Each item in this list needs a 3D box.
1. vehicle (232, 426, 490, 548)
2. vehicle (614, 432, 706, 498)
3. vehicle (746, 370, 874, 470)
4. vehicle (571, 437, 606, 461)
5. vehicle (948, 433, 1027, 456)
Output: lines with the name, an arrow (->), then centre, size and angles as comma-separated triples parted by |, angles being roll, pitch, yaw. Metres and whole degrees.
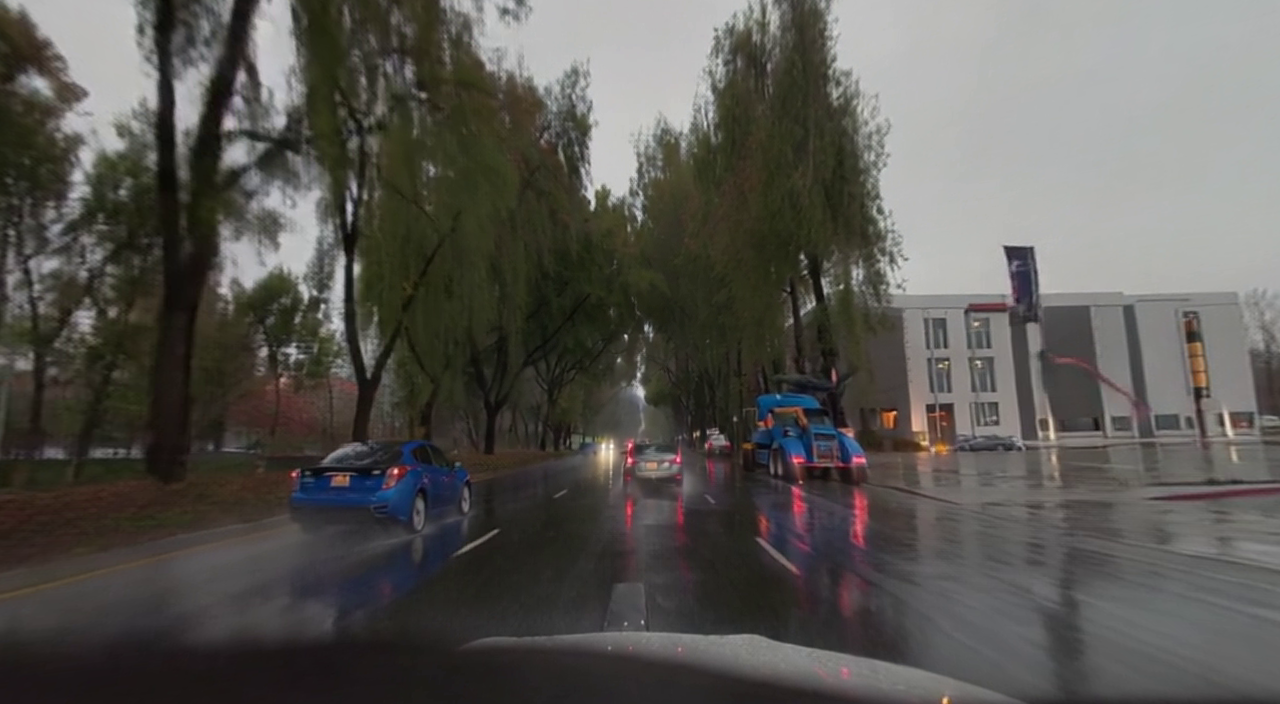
vehicle -> -4.089, 2.059, 10.386 | 2.003, 1.507, 4.808 | 0, -8, 1
vehicle -> 0.435, 2.861, 16.334 | 2.086, 1.466, 4.026 | 0, -8, 0
vehicle -> 5.743, 2.532, 22.439 | 2.736, 3.078, 5.825 | 0, -8, -2
vehicle -> -3.693, 7.075, 46.111 | 2.062, 1.641, 4.193 | 0, -8, 2
vehicle -> 25.189, 6.734, 45.864 | 1.955, 1.599, 4.618 | 4, -9, -26
